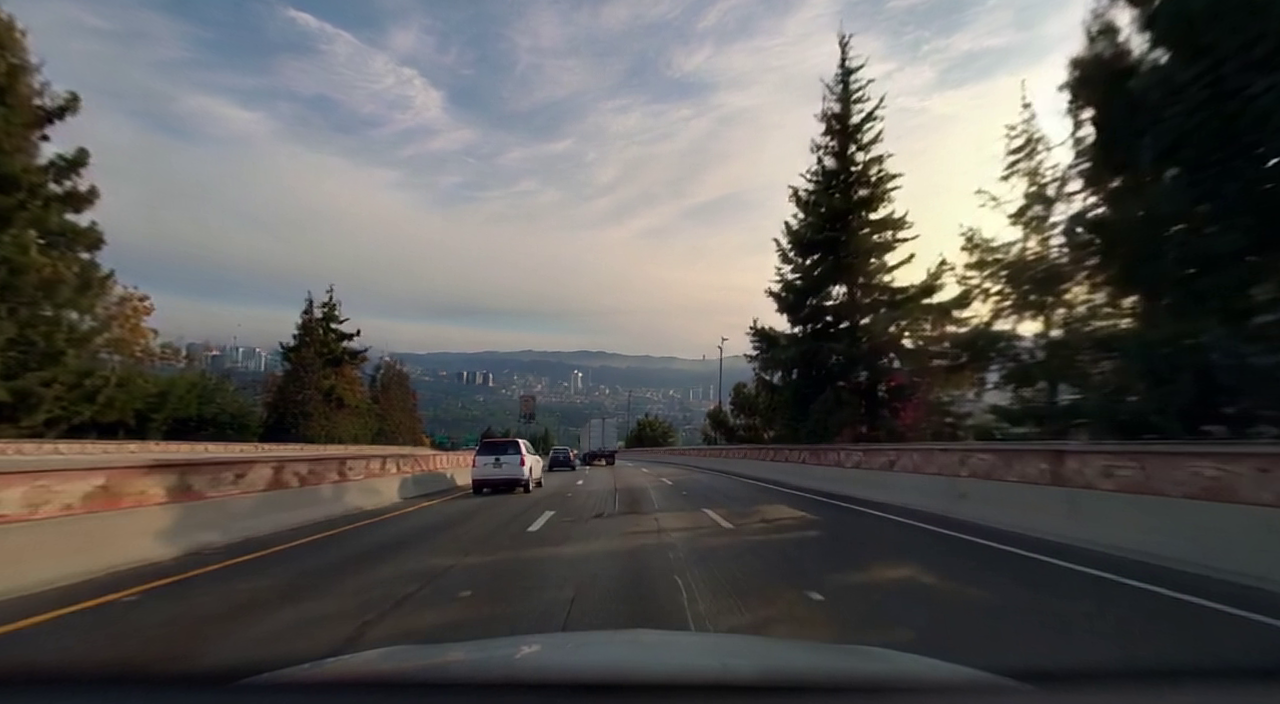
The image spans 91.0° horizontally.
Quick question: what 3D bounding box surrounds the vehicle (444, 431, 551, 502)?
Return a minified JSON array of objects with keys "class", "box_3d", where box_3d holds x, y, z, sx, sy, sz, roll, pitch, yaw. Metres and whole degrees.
[{"class":"vehicle","box_3d":[-3.809,3.163,17.742,2.041,1.734,4.391,0,-9,-1]}]
